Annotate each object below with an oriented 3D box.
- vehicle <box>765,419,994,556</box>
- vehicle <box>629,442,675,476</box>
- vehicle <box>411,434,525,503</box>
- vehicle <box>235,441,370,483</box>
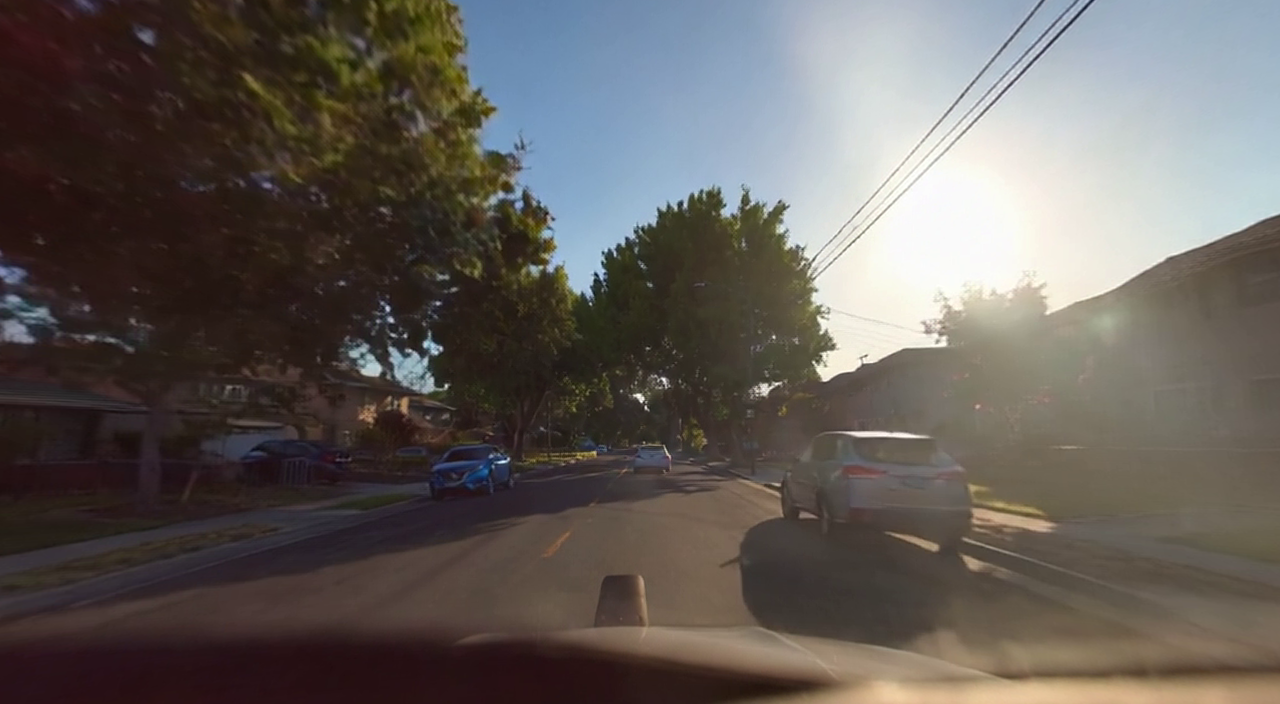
[{"bbox_3d":[3.419,2.016,10.109,1.978,1.690,4.306,0,-9,0],"label":"vehicle"},{"bbox_3d":[0.548,4.961,29.511,2.000,1.449,4.006,0,-9,0],"label":"vehicle"},{"bbox_3d":[-5.205,3.554,19.868,2.126,1.816,4.796,-3,-8,1],"label":"vehicle"},{"bbox_3d":[-12.934,4.210,24.381,4.129,1.523,1.839,0,-9,2],"label":"vehicle"}]
